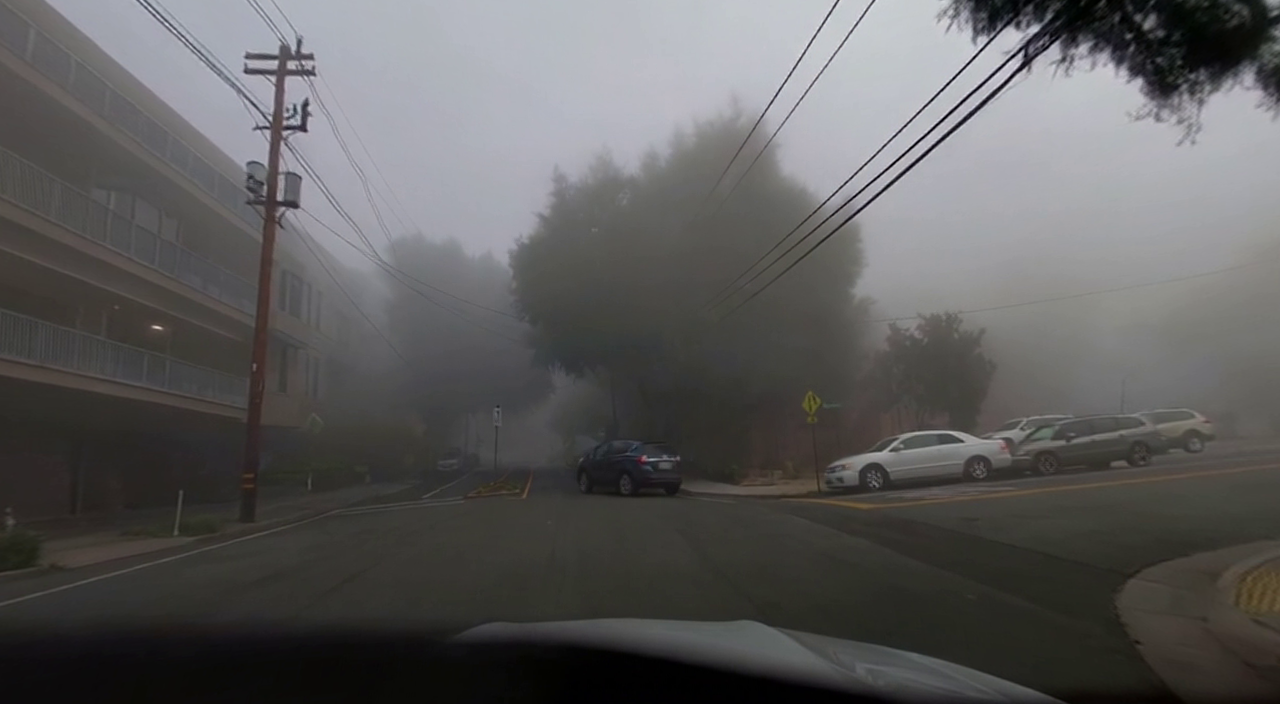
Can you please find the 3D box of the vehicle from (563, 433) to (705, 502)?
[{"bbox_3d":[-0.340,3.586,20.076,2.155,1.872,4.790,6,-11,-35],"label":"vehicle"}]

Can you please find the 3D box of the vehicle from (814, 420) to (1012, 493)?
[{"bbox_3d":[7.893,3.061,18.475,4.877,1.755,1.918,-1,-11,-11],"label":"vehicle"}]

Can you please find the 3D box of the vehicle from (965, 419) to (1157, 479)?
[{"bbox_3d":[12.962,3.017,19.563,4.830,1.490,1.878,-1,-11,-11],"label":"vehicle"}]
